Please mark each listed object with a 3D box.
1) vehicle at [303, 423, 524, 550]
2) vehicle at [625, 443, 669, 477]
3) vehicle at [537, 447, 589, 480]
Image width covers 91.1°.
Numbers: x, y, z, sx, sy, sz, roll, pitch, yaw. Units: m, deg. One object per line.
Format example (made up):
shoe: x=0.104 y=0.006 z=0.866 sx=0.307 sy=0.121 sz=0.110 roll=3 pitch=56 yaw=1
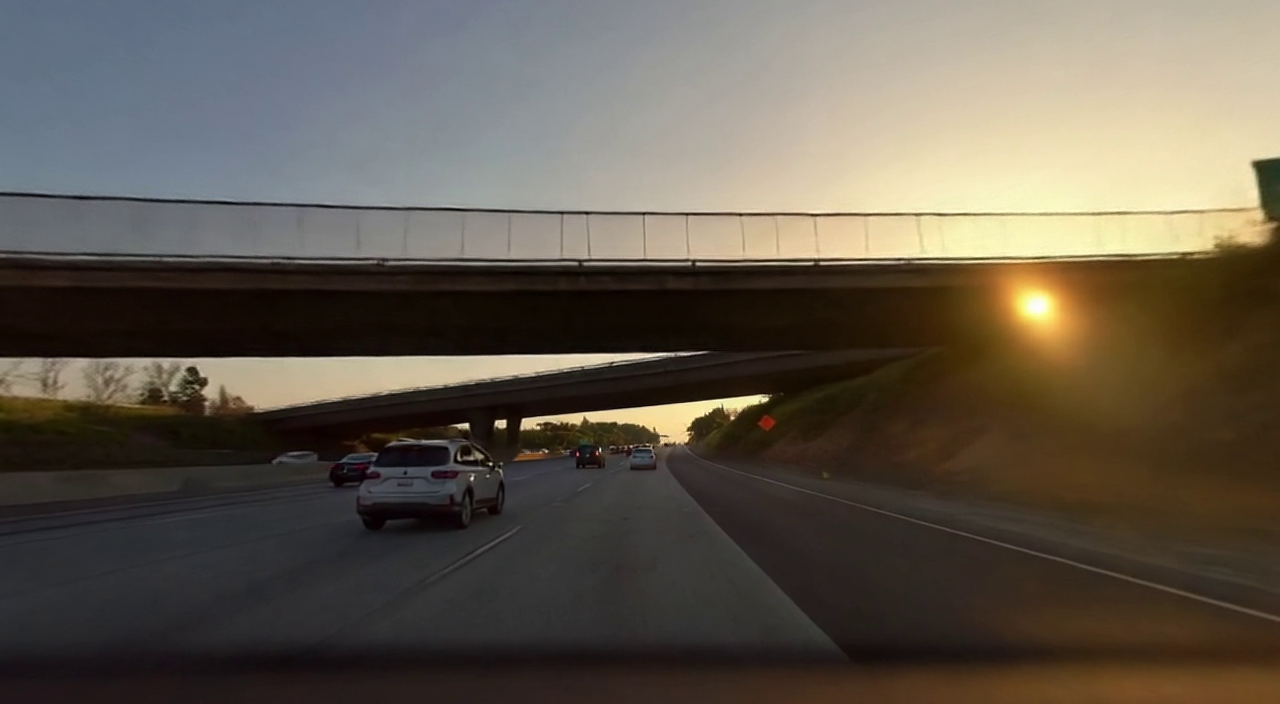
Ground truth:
vehicle: x=-3.612 y=2.221 z=11.128 sx=2.161 sy=1.759 sz=4.482 roll=0 pitch=-8 yaw=1
vehicle: x=0.327 y=5.614 z=32.969 sx=2.160 sy=1.678 sz=4.178 roll=0 pitch=-8 yaw=0
vehicle: x=-3.794 y=5.574 z=31.759 sx=1.997 sy=1.490 sz=4.471 roll=0 pitch=-8 yaw=1
